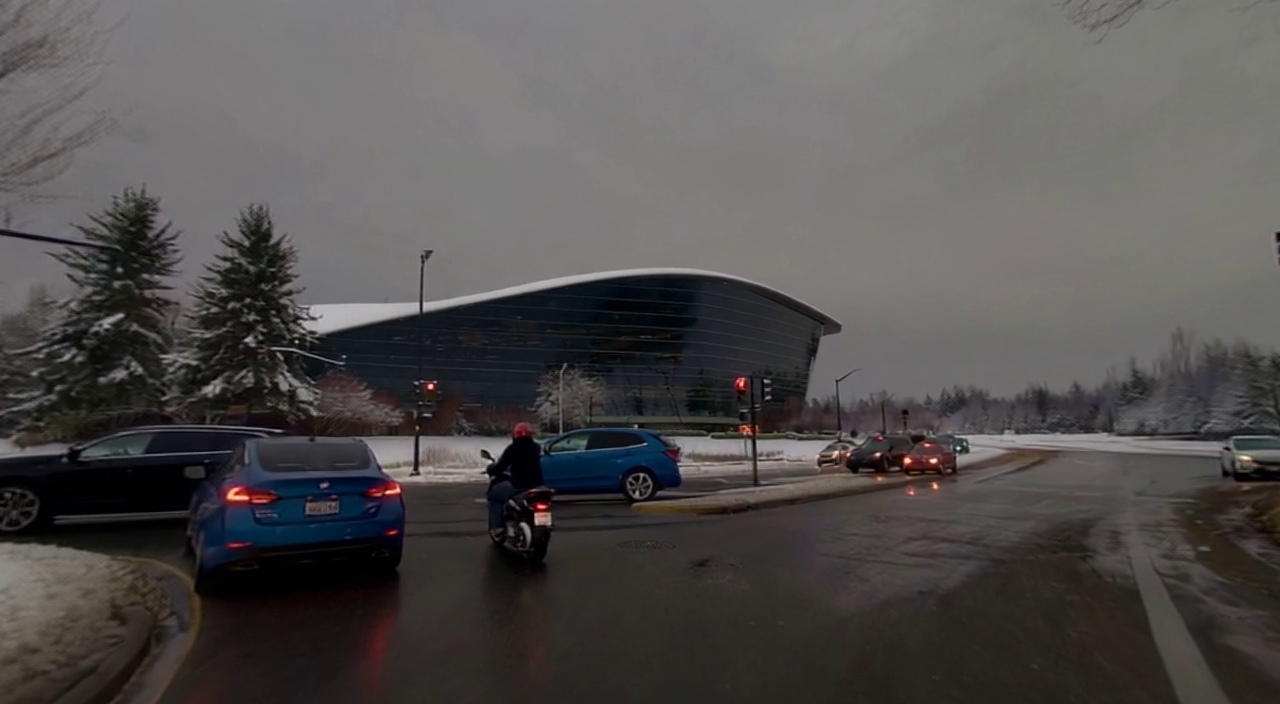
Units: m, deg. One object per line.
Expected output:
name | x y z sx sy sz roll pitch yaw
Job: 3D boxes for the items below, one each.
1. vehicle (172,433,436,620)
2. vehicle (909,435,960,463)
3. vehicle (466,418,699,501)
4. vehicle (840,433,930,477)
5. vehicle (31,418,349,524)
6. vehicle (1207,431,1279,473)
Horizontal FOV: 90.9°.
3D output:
vehicle | -4.077 1.710 7.301 2.009 1.450 4.182 6 -10 -35
vehicle | 17.522 5.754 37.395 2.024 1.543 4.028 -6 -10 33
vehicle | -1.580 2.835 17.024 5.833 1.960 2.341 2 -9 -18
vehicle | 10.321 4.244 26.378 2.084 1.656 4.583 -7 -11 38
vehicle | -8.229 2.185 11.821 4.583 1.755 1.936 -1 -8 6
vehicle | 23.772 3.835 24.384 1.872 1.467 4.385 -5 -10 31
